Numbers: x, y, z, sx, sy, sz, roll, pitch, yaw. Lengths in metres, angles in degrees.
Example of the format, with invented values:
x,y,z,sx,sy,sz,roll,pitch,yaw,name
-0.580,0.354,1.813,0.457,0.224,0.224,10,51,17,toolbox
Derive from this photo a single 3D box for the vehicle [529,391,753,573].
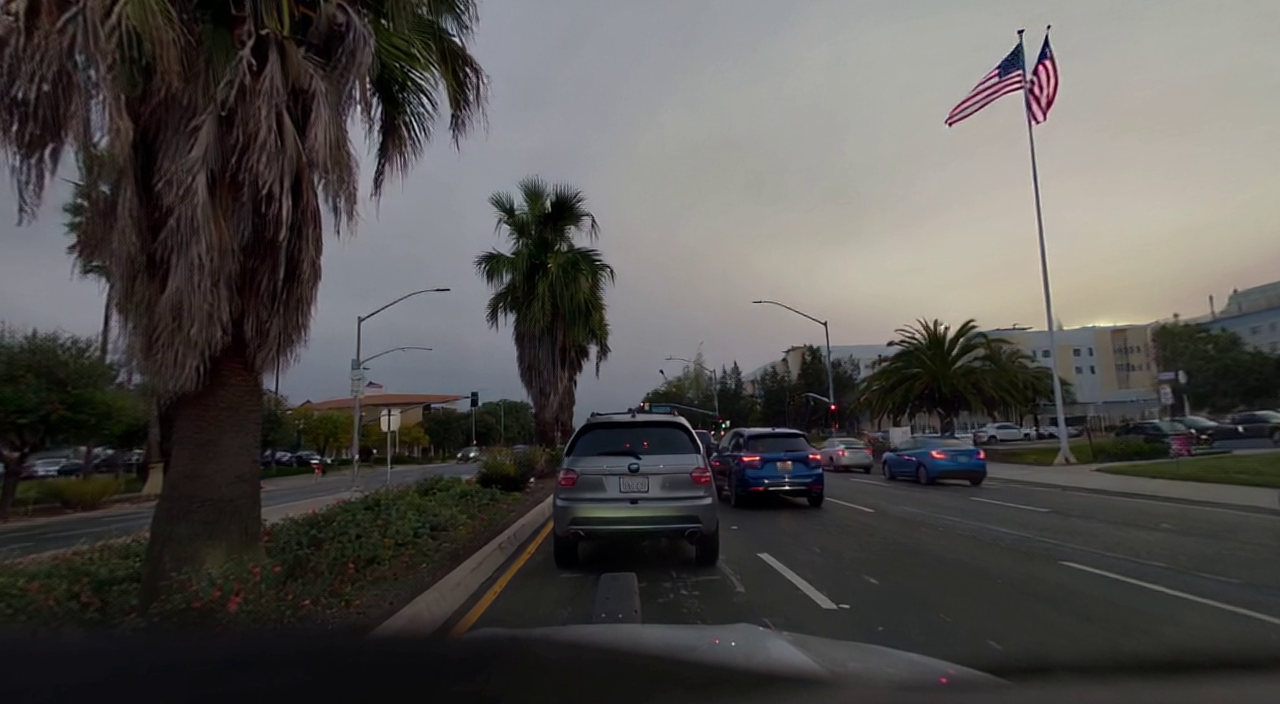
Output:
x,y,z,sx,sy,sz,roll,pitch,yaw,name
-0.065,1.732,9.144,2.402,1.938,4.535,0,-9,-2,vehicle

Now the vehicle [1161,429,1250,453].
x,y,z,sx,sy,sz,roll,pitch,yaw,name
36.417,5.748,40.838,1.839,1.455,4.395,-1,-9,3,vehicle

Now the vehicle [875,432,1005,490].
x,y,z,sx,sy,sz,roll,pitch,yaw,name
10.098,3.692,21.751,2.155,1.779,4.582,0,-9,-1,vehicle

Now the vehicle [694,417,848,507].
x,y,z,sx,sy,sz,roll,pitch,yaw,name
3.249,2.976,17.566,2.773,2.021,6.212,0,-9,-2,vehicle

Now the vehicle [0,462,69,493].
x,y,z,sx,sy,sz,roll,pitch,yaw,name
-45.835,9.052,45.745,6.410,2.078,2.584,0,-9,0,vehicle
